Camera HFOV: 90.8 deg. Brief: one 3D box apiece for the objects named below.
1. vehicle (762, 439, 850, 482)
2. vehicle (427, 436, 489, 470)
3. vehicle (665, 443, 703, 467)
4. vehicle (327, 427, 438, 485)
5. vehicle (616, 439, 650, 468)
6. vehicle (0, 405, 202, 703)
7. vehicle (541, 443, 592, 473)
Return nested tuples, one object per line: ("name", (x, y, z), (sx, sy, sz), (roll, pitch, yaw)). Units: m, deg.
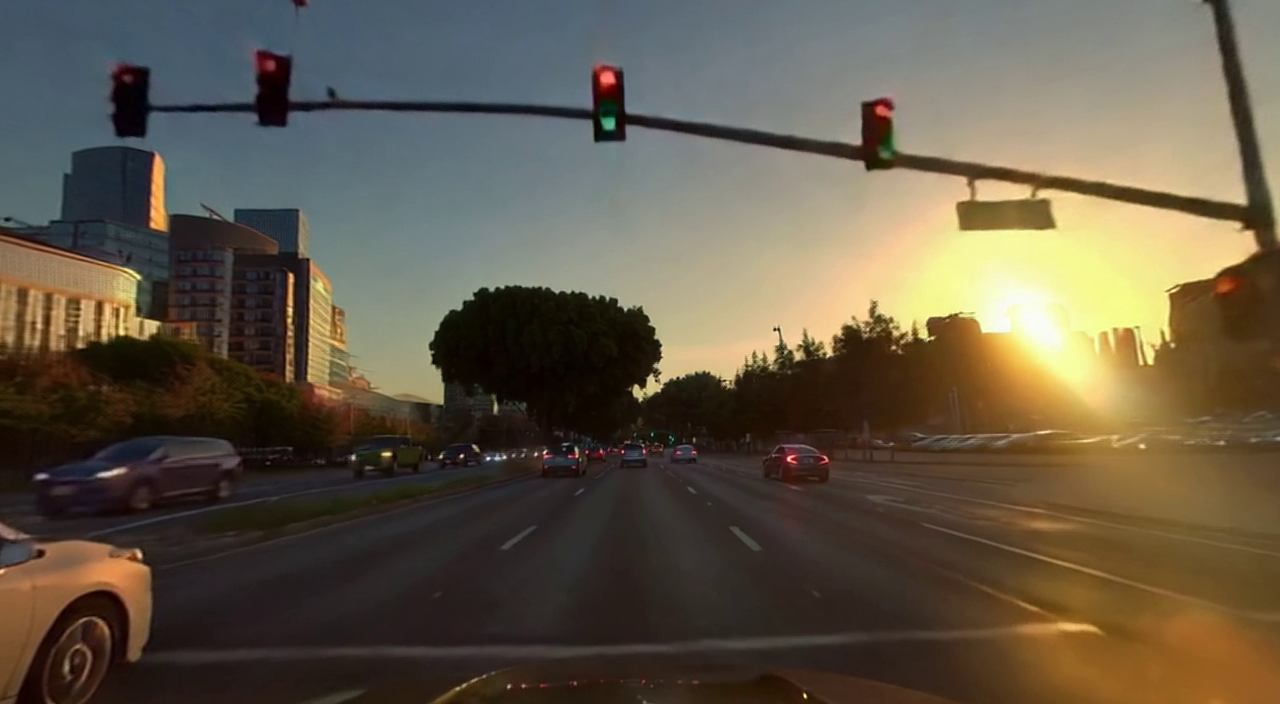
("vehicle", (6.202, 4.113, 24.241), (2.028, 1.451, 4.625), (0, -8, -2))
("vehicle", (-9.490, 5.304, 33.300), (2.026, 1.639, 4.496), (0, -8, -1))
("vehicle", (2.761, 6.598, 40.716), (2.014, 1.430, 4.103), (0, -8, -2))
("vehicle", (-9.271, 3.739, 23.236), (2.185, 1.752, 4.599), (-4, -8, 0))
("vehicle", (-0.412, 6.321, 39.442), (2.008, 1.716, 4.125), (0, -8, 0))
("vehicle", (-3.706, 0.824, 1.653), (2.018, 1.476, 4.364), (0, -8, -1))
("vehicle", (-3.772, 5.533, 33.224), (2.163, 1.474, 4.413), (0, -8, 0))
